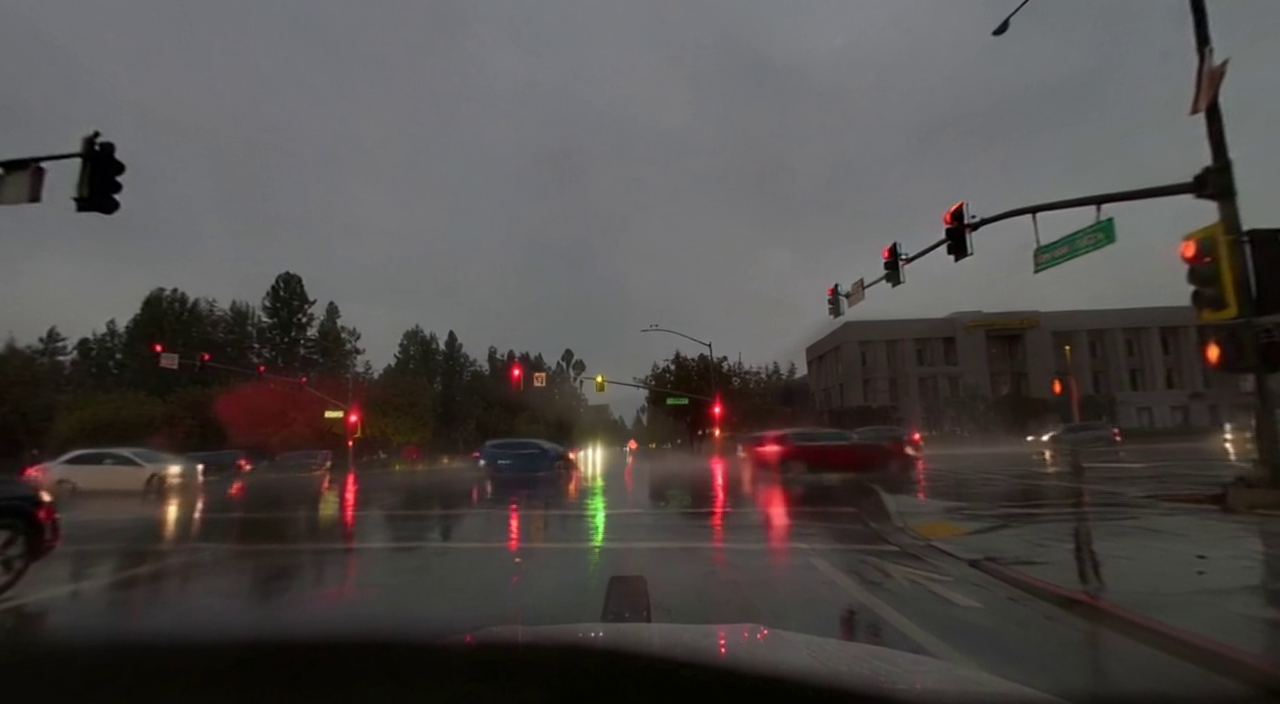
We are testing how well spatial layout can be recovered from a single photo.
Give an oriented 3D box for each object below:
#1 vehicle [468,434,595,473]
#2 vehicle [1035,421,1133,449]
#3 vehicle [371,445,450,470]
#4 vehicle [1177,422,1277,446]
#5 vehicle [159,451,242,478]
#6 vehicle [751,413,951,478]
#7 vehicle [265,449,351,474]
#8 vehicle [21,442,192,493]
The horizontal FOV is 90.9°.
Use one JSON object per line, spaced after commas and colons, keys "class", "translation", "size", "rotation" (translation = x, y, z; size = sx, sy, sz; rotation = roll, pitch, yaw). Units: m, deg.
{"class": "vehicle", "translation": [-4.379, 4.167, 25.909], "size": [4.793, 1.473, 1.878], "rotation": [-1, -9, 6]}
{"class": "vehicle", "translation": [26.606, 4.989, 37.872], "size": [4.397, 1.582, 1.820], "rotation": [-1, -9, 5]}
{"class": "vehicle", "translation": [-16.696, 7.700, 46.018], "size": [4.939, 1.770, 2.001], "rotation": [-1, -9, 5]}
{"class": "vehicle", "translation": [37.616, 5.304, 40.464], "size": [4.377, 1.491, 1.734], "rotation": [-1, -9, 6]}
{"class": "vehicle", "translation": [-30.324, 7.772, 43.576], "size": [4.466, 1.767, 1.839], "rotation": [-1, -9, 6]}
{"class": "vehicle", "translation": [5.632, 2.600, 17.440], "size": [4.865, 1.663, 1.962], "rotation": [-1, -9, 6]}
{"class": "vehicle", "translation": [-20.612, 6.816, 39.201], "size": [4.459, 1.477, 1.754], "rotation": [-1, -9, 5]}
{"class": "vehicle", "translation": [-20.032, 4.336, 23.808], "size": [4.673, 1.740, 2.150], "rotation": [-2, -9, 5]}
